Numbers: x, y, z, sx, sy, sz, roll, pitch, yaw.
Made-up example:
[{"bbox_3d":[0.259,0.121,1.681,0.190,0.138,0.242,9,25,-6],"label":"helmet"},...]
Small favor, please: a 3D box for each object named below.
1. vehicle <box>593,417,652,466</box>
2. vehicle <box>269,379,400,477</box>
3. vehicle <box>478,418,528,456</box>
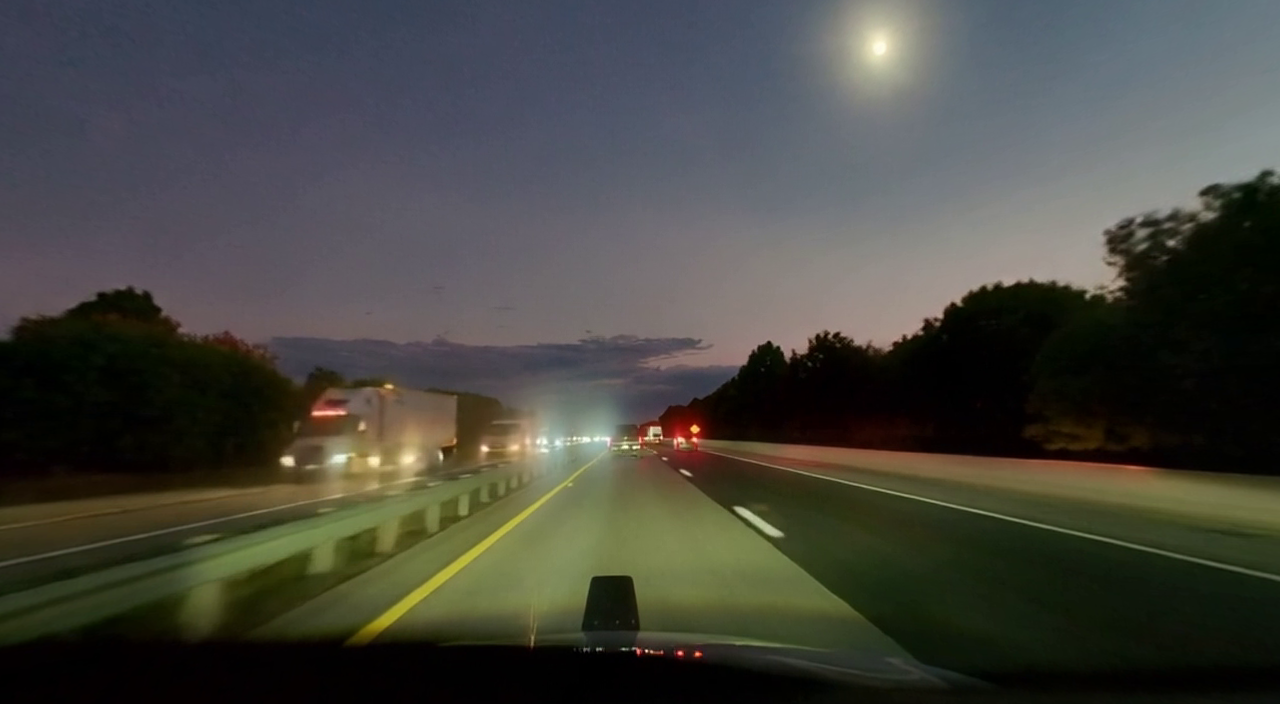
[{"bbox_3d":[-0.815,4.100,29.076,2.503,2.044,4.633,0,-8,-2],"label":"vehicle"},{"bbox_3d":[-14.067,3.614,29.730,3.035,4.125,6.158,0,-8,-1],"label":"vehicle"},{"bbox_3d":[-10.067,6.346,46.874,2.496,2.608,6.293,0,-8,-1],"label":"vehicle"}]
